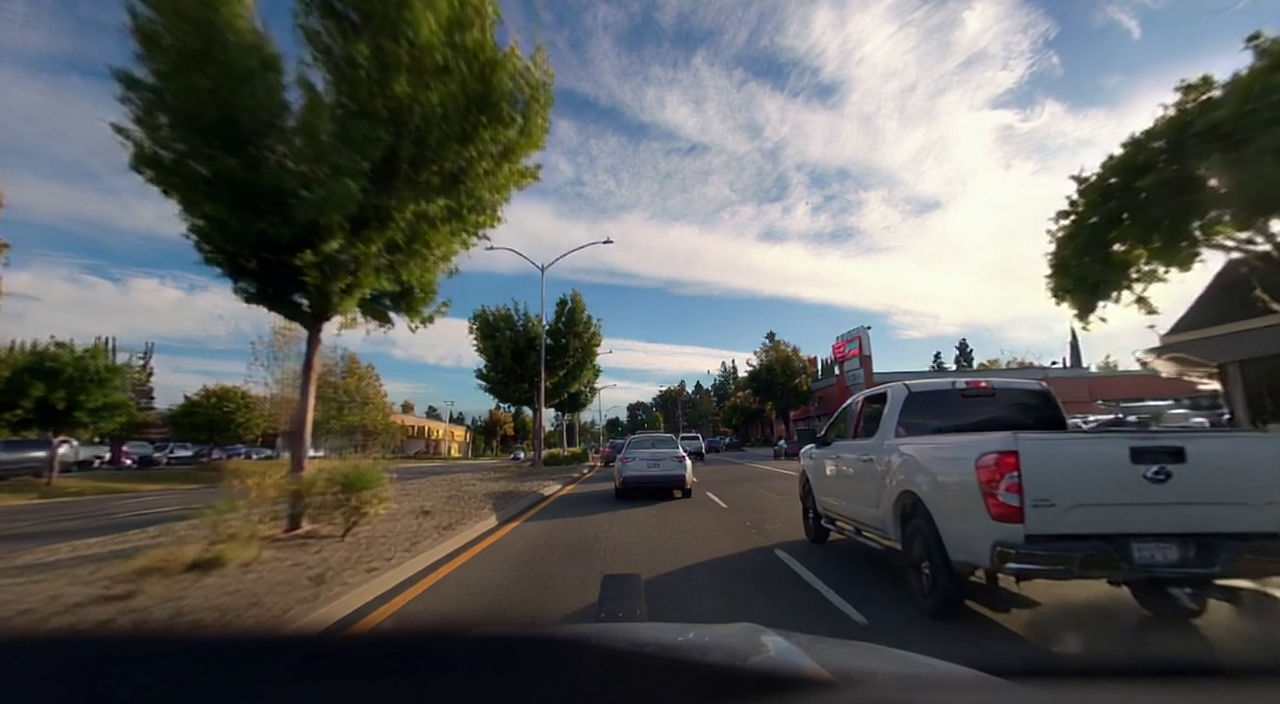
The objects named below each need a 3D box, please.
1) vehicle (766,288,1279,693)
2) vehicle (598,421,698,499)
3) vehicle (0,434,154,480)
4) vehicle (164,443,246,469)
[{"bbox_3d":[3.306,1.134,6.341,2.731,2.101,6.047,0,-8,-1],"label":"vehicle"},{"bbox_3d":[0.159,2.619,15.592,2.145,1.650,4.021,0,-8,0],"label":"vehicle"},{"bbox_3d":[-32.204,5.975,35.994,2.664,2.215,7.903,-3,-9,-1],"label":"vehicle"},{"bbox_3d":[-28.119,6.754,40.765,3.894,1.527,1.872,-1,-10,-1],"label":"vehicle"}]
